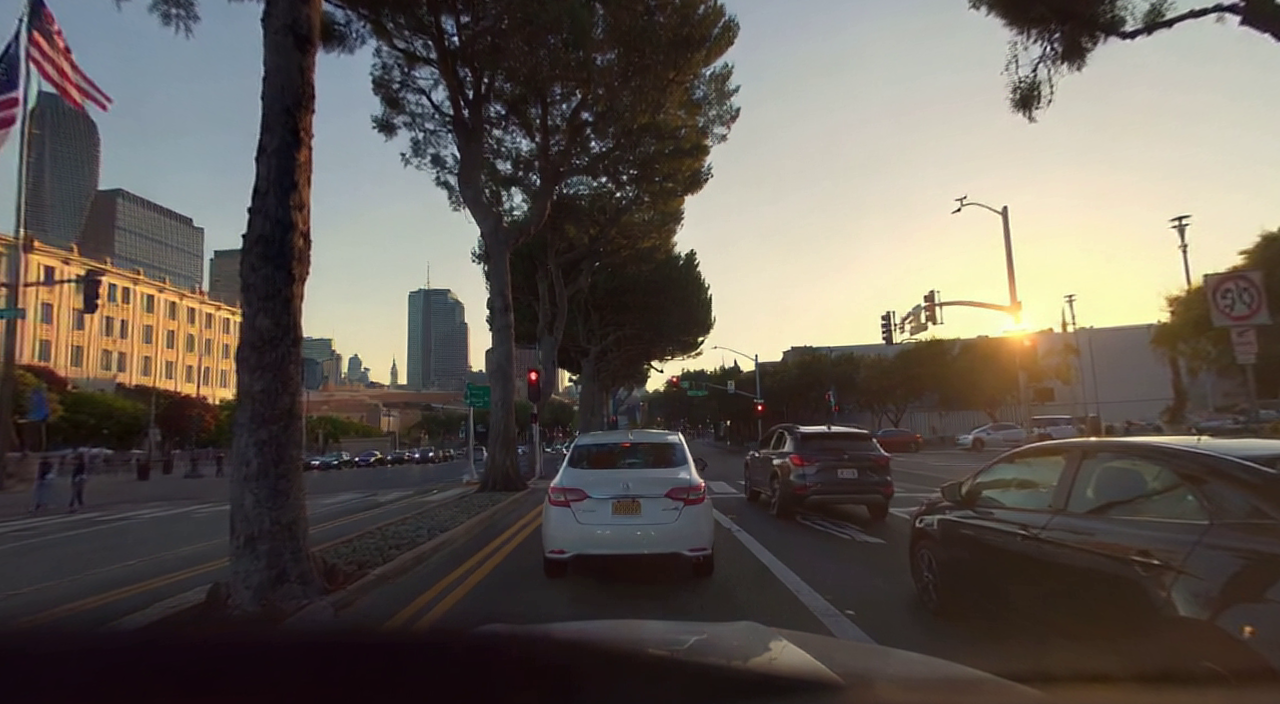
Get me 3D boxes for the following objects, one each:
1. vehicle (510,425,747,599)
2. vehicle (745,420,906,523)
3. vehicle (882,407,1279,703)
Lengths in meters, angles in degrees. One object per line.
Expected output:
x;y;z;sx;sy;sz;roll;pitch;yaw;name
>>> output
-0.116;1.699;7.546;2.096;1.521;3.747;0;-8;0;vehicle
3.539;2.381;13.108;1.978;1.738;4.599;0;-8;1;vehicle
3.374;1.203;4.148;1.833;1.465;4.258;0;-8;-1;vehicle
